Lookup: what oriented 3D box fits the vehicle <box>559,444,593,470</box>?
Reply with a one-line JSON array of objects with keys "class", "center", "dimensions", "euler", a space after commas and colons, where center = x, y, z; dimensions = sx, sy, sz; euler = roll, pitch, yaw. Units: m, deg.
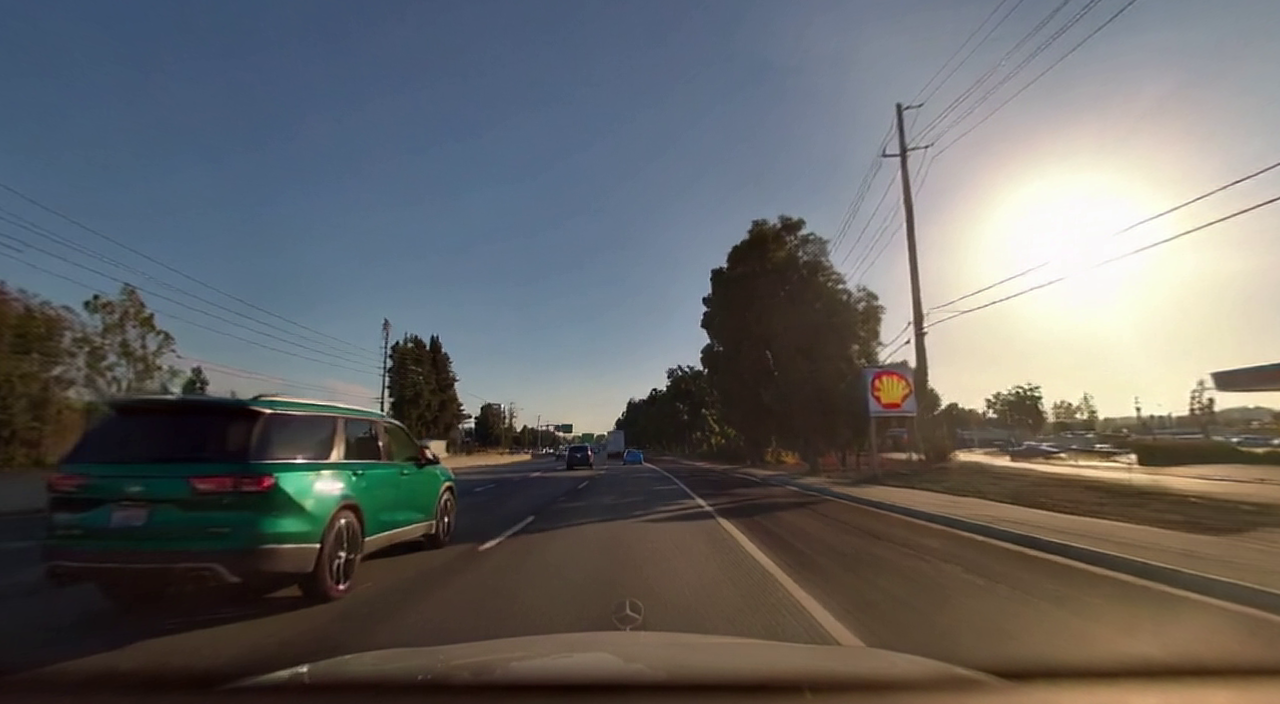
[{"class": "vehicle", "center": [-4.931, 8.195, 49.404], "dimensions": [2.273, 1.884, 4.515], "euler": [0, -8, -1]}]

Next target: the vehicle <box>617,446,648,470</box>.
[{"class": "vehicle", "center": [-0.550, 7.415, 44.333], "dimensions": [1.982, 1.524, 3.800], "euler": [0, -8, -3]}]

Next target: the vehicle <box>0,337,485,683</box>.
[{"class": "vehicle", "center": [-3.906, 1.381, 6.934], "dimensions": [2.694, 2.081, 6.099], "euler": [0, -8, 1]}]
